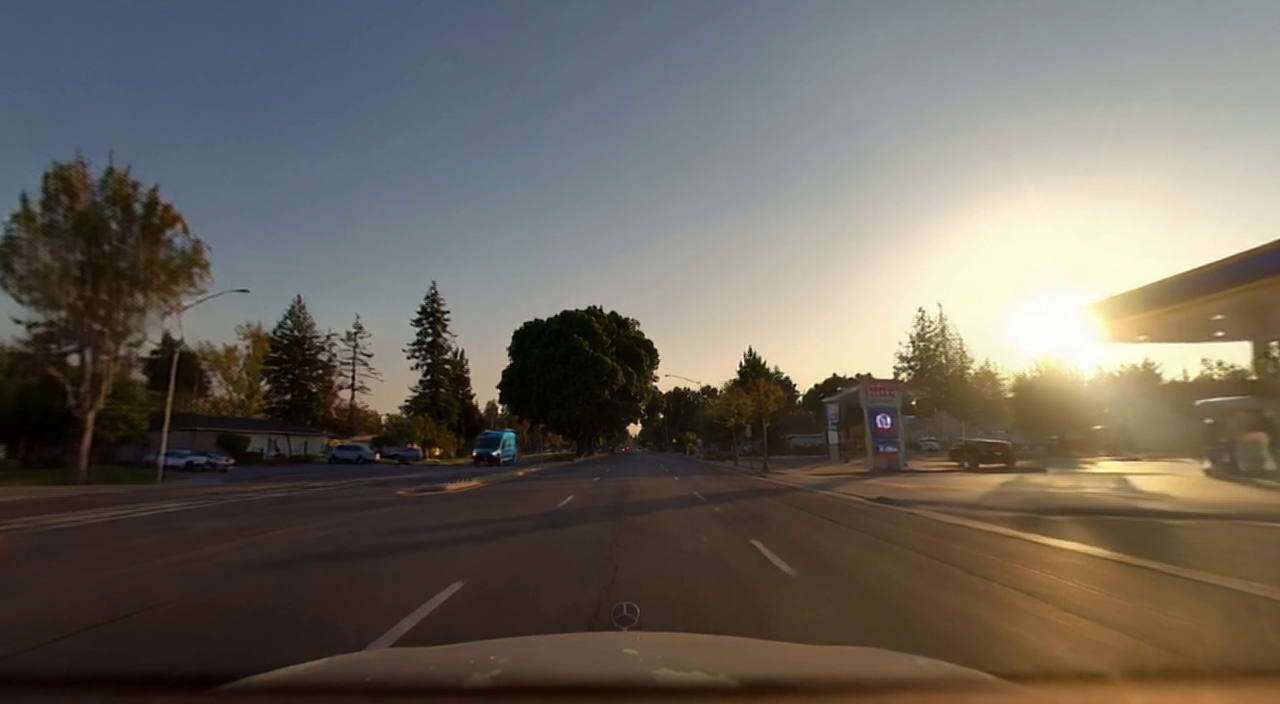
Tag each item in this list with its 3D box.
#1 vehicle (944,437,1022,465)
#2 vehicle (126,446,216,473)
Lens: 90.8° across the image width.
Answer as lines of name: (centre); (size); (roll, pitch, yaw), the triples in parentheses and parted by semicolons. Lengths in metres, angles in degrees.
vehicle: (19.245, 5.579, 35.669); (1.994, 1.452, 4.227); (0, -8, 0)
vehicle: (-31.036, 7.091, 41.895); (4.290, 1.701, 2.002); (0, -9, -4)
